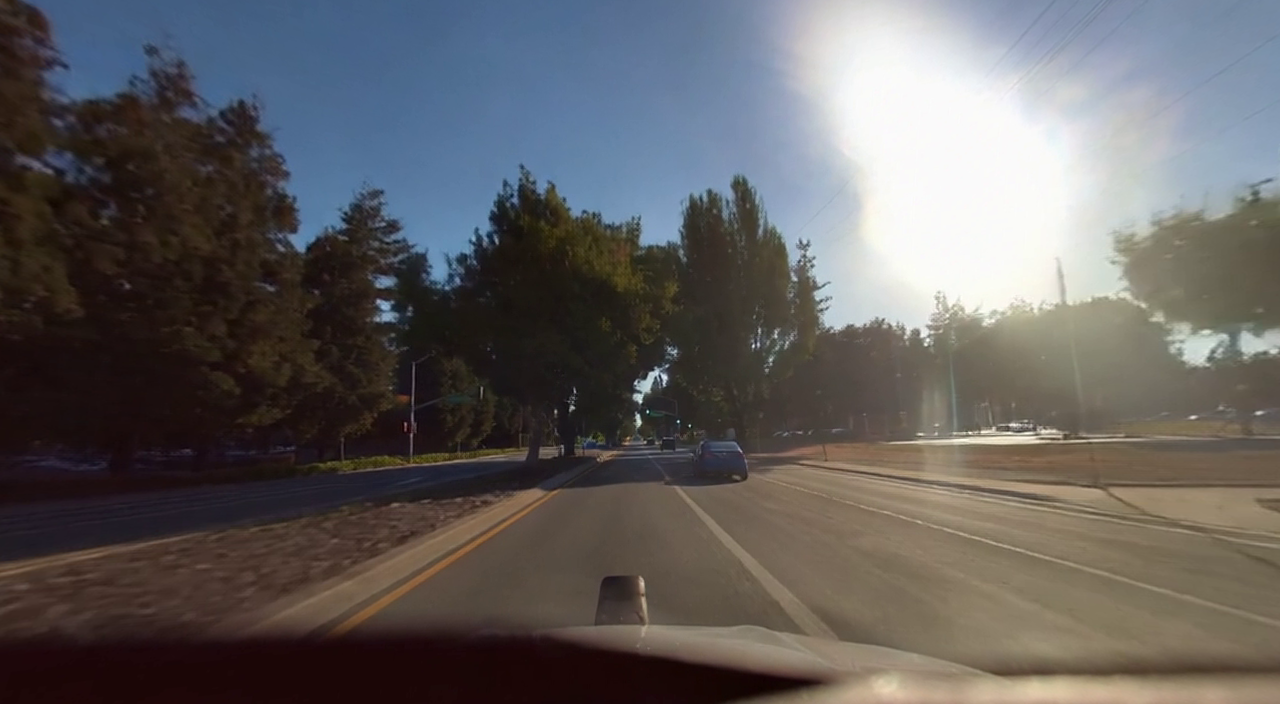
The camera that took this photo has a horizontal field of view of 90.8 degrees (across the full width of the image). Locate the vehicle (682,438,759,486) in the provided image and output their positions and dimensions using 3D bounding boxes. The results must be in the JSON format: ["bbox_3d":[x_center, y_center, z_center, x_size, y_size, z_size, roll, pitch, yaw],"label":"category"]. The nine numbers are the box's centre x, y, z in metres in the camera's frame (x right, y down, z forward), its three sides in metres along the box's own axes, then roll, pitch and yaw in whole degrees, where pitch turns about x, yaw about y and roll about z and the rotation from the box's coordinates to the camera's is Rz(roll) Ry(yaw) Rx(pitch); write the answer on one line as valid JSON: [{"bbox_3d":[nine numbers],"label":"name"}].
[{"bbox_3d":[2.663,3.760,21.922,2.056,1.483,4.091,0,-8,-1],"label":"vehicle"}]
